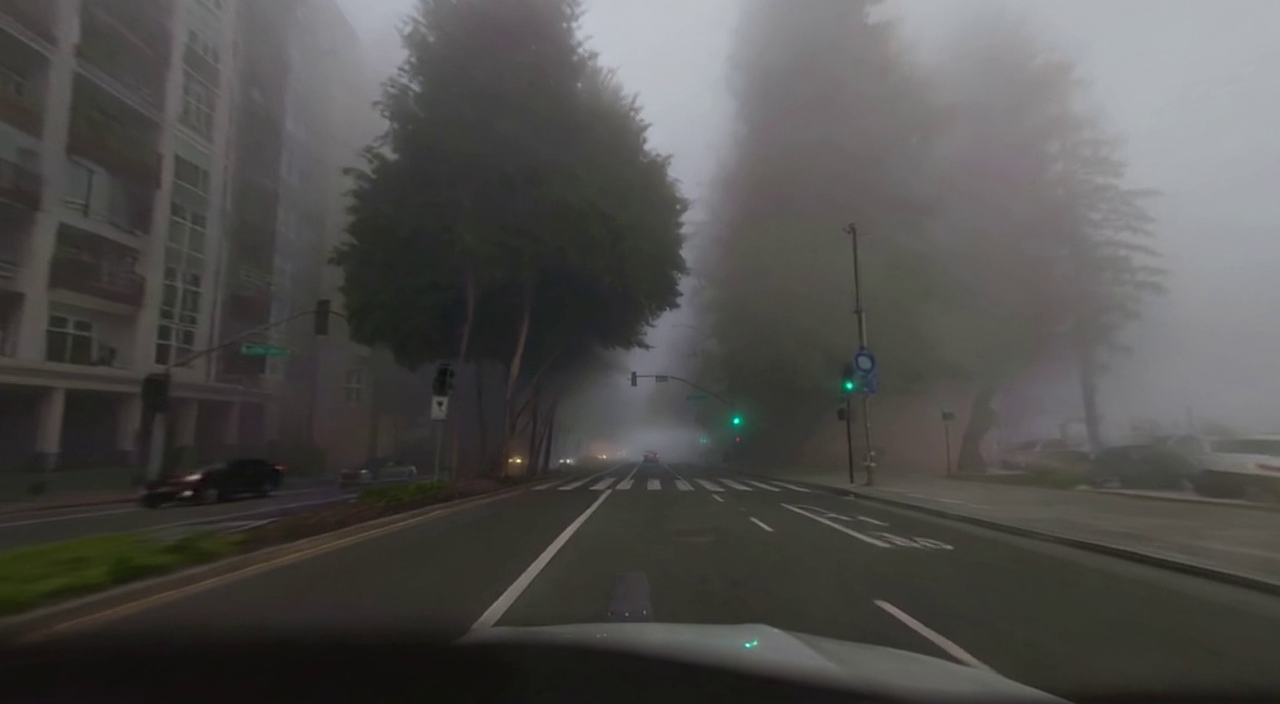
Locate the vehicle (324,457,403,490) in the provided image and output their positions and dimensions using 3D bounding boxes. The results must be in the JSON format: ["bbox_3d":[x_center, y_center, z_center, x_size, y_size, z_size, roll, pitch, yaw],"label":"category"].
[{"bbox_3d":[-13.612,5.959,31.278,1.833,1.444,4.325,0,-9,2],"label":"vehicle"}]

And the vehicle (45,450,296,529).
[{"bbox_3d":[-10.388,3.038,14.577,2.004,1.469,4.724,-1,-9,3],"label":"vehicle"}]
